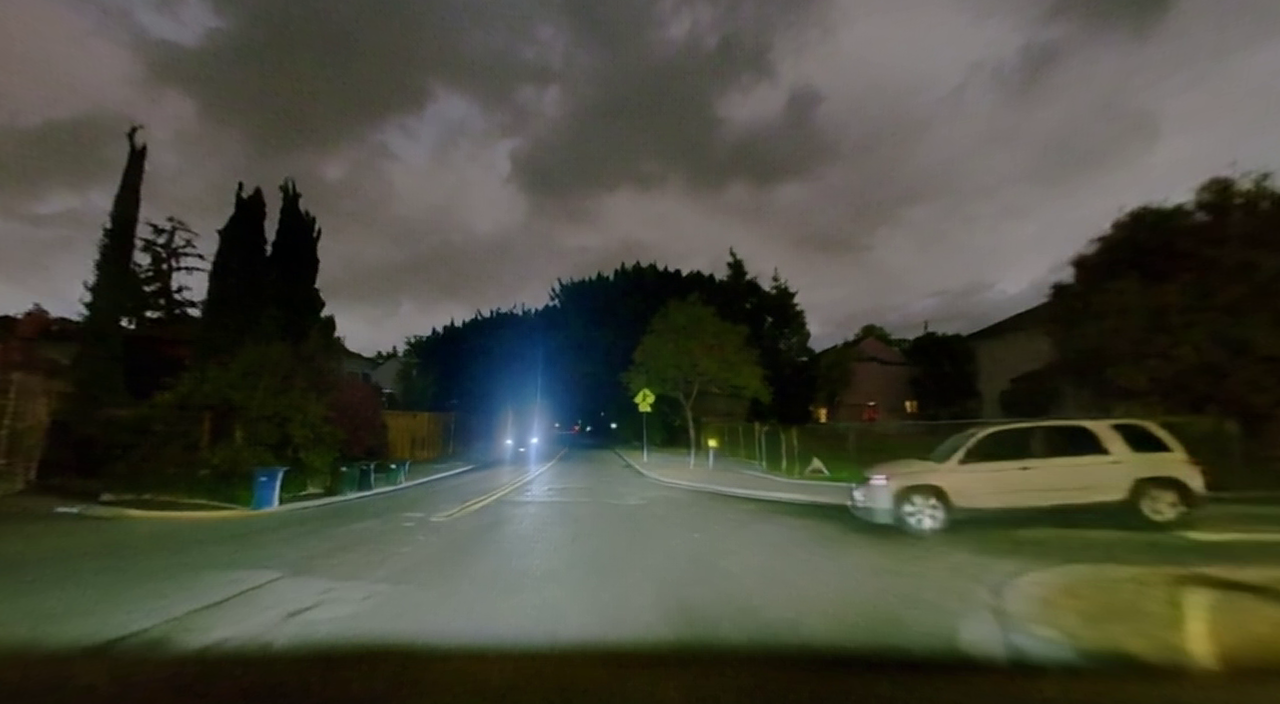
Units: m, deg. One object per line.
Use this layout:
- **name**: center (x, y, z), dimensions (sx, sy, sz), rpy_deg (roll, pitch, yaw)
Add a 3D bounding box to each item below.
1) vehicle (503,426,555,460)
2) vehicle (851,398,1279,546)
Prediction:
- **vehicle**: center (-5.650, 4.722, 32.578), dimensions (2.036, 1.657, 4.391), rpy_deg (0, -9, -2)
- **vehicle**: center (4.813, 1.431, 7.733), dimensions (3.772, 1.531, 1.949), rpy_deg (-1, -9, 3)
